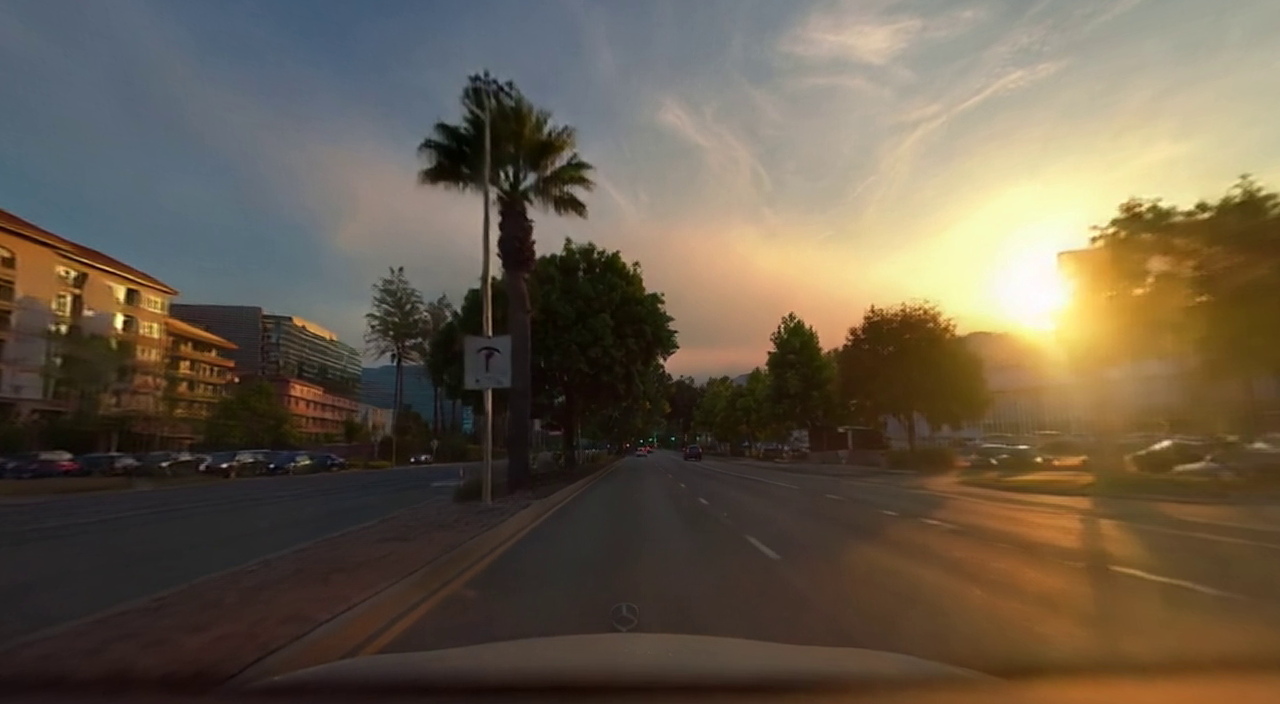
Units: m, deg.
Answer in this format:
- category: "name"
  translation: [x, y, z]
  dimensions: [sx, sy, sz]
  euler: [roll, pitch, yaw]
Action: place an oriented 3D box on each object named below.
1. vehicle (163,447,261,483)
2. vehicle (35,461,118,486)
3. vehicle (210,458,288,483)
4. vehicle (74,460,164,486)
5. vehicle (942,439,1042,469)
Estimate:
- category: "vehicle"
  translation: [-28.538, 7.505, 42.309]
  dimensions: [2.333, 2.153, 6.030]
  euler: [0, -8, -1]
- category: "vehicle"
  translation: [-37.312, 8.021, 41.785]
  dimensions: [1.870, 1.477, 3.984]
  euler: [0, -8, -1]
- category: "vehicle"
  translation: [-25.696, 7.794, 41.600]
  dimensions: [1.970, 1.446, 4.674]
  euler: [-3, -10, 4]
- category: "vehicle"
  translation: [-34.729, 8.070, 42.182]
  dimensions: [1.961, 1.486, 4.946]
  euler: [0, -8, -3]
- category: "vehicle"
  translation: [20.249, 5.886, 36.301]
  dimensions: [4.472, 1.521, 2.090]
  euler: [-1, -10, -2]
